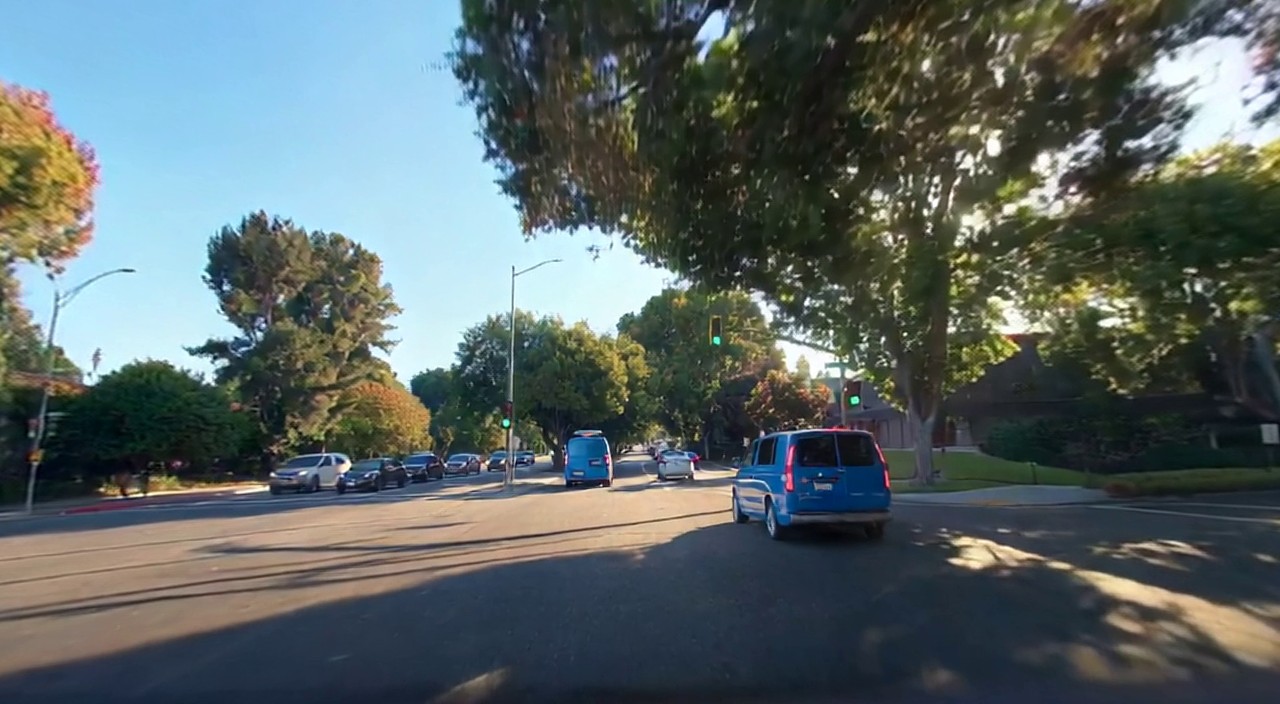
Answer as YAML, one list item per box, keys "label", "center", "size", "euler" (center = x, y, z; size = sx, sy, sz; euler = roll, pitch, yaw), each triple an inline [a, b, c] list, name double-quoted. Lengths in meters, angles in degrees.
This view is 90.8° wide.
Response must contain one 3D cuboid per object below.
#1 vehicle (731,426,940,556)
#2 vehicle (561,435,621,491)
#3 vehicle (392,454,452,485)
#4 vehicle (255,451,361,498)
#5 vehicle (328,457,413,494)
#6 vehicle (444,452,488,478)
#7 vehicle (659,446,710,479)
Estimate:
- label: "vehicle"
  center: [2.868, 2.135, 10.416]
  size: [1.965, 1.671, 4.146]
  euler: [0, -9, -2]
- label: "vehicle"
  center: [-1.951, 4.483, 25.900]
  size: [2.228, 2.054, 4.309]
  euler: [0, -9, -3]
- label: "vehicle"
  center: [-12.310, 6.621, 35.929]
  size: [1.956, 1.625, 4.123]
  euler: [0, -9, -1]
- label: "vehicle"
  center: [-16.018, 5.879, 30.924]
  size: [2.299, 2.015, 5.743]
  euler: [0, -9, -3]
- label: "vehicle"
  center: [-12.206, 5.598, 28.986]
  size: [2.128, 1.496, 4.432]
  euler: [0, -9, -3]
- label: "vehicle"
  center: [-12.232, 7.963, 44.707]
  size: [1.988, 1.689, 4.047]
  euler: [0, -9, 0]
- label: "vehicle"
  center: [2.332, 5.935, 34.268]
  size: [2.248, 1.692, 4.252]
  euler: [0, -9, -3]
